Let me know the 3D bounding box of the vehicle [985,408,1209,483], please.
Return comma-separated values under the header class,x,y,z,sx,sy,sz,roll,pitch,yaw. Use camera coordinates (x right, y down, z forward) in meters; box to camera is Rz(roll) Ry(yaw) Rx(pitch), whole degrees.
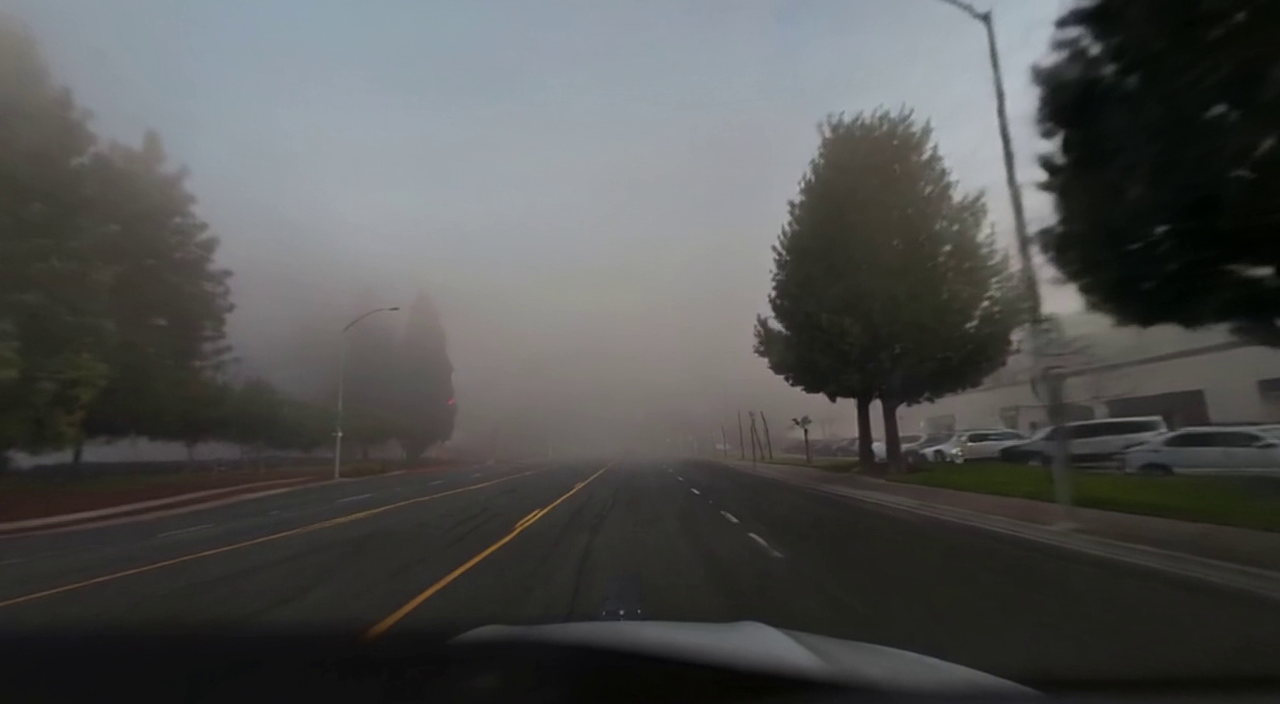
class,x,y,z,sx,sy,sz,roll,pitch,yaw
vehicle,15.665,3.236,21.948,5.797,2.052,2.329,-4,-9,0
